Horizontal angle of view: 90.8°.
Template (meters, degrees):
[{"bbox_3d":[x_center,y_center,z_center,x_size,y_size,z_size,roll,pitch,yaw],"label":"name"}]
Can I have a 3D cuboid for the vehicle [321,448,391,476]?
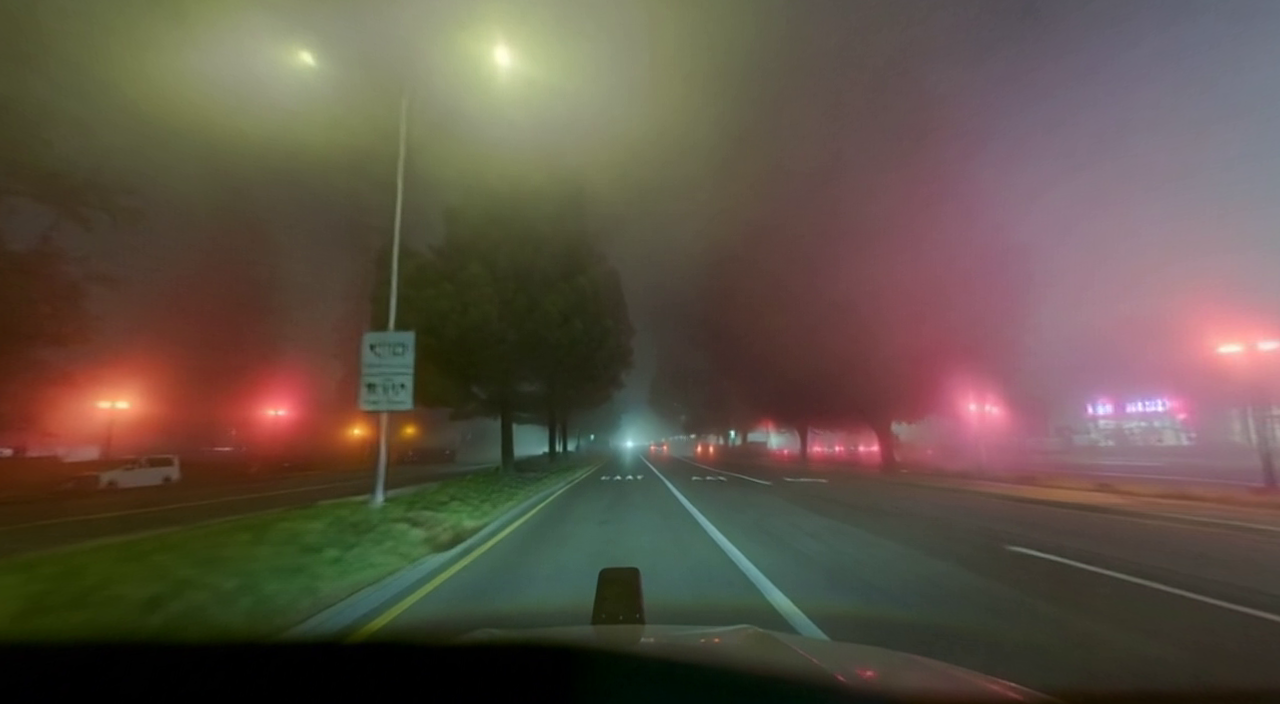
[{"bbox_3d":[-16.500,6.369,36.944,1.961,1.480,4.520,0,-8,0],"label":"vehicle"}]

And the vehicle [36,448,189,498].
[{"bbox_3d":[-19.670,4.490,23.890,1.957,1.643,4.460,-1,-9,-1],"label":"vehicle"}]
